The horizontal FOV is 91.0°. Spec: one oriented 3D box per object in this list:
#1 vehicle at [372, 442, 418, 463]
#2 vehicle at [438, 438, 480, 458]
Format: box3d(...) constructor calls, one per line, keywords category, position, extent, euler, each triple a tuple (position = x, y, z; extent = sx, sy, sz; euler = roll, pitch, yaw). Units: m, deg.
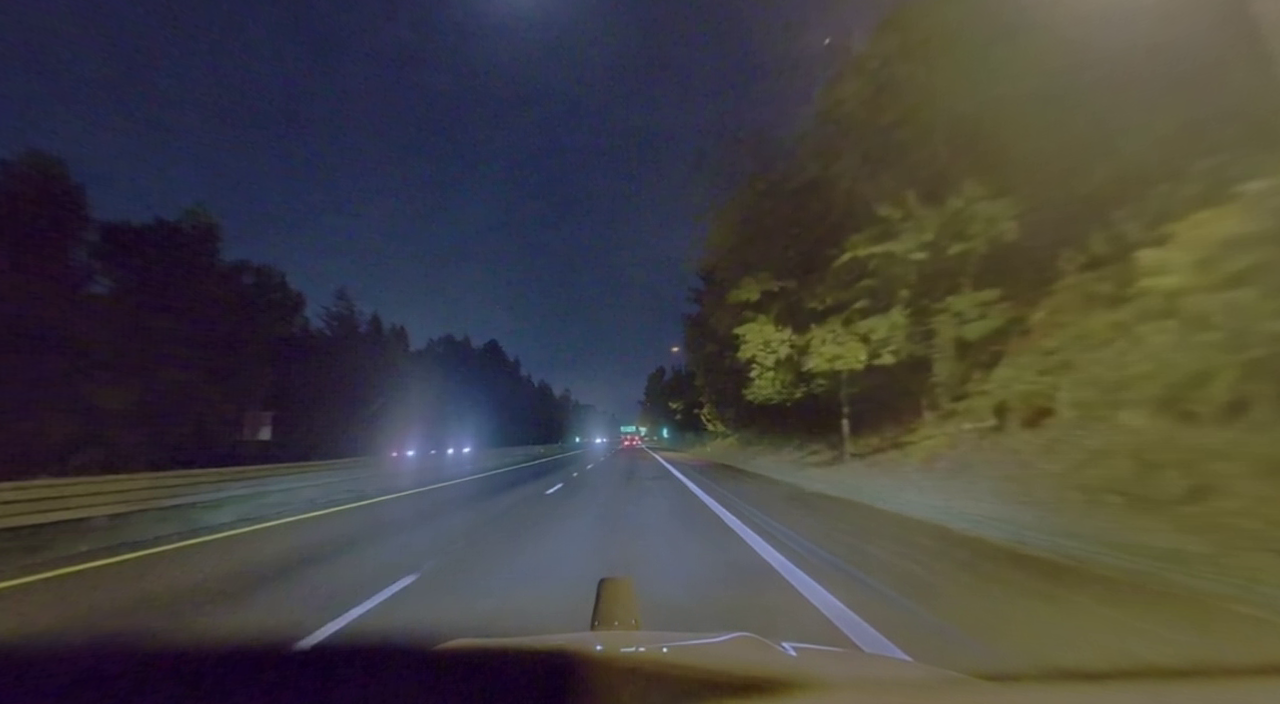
box3d(category="vehicle", position=(-17.940, 7.380, 46.329), extent=(1.907, 1.441, 3.867), euler=(0, -8, -1))
box3d(category="vehicle", position=(-14.024, 7.465, 48.981), extent=(2.049, 1.467, 3.924), euler=(-1, -8, 0))
